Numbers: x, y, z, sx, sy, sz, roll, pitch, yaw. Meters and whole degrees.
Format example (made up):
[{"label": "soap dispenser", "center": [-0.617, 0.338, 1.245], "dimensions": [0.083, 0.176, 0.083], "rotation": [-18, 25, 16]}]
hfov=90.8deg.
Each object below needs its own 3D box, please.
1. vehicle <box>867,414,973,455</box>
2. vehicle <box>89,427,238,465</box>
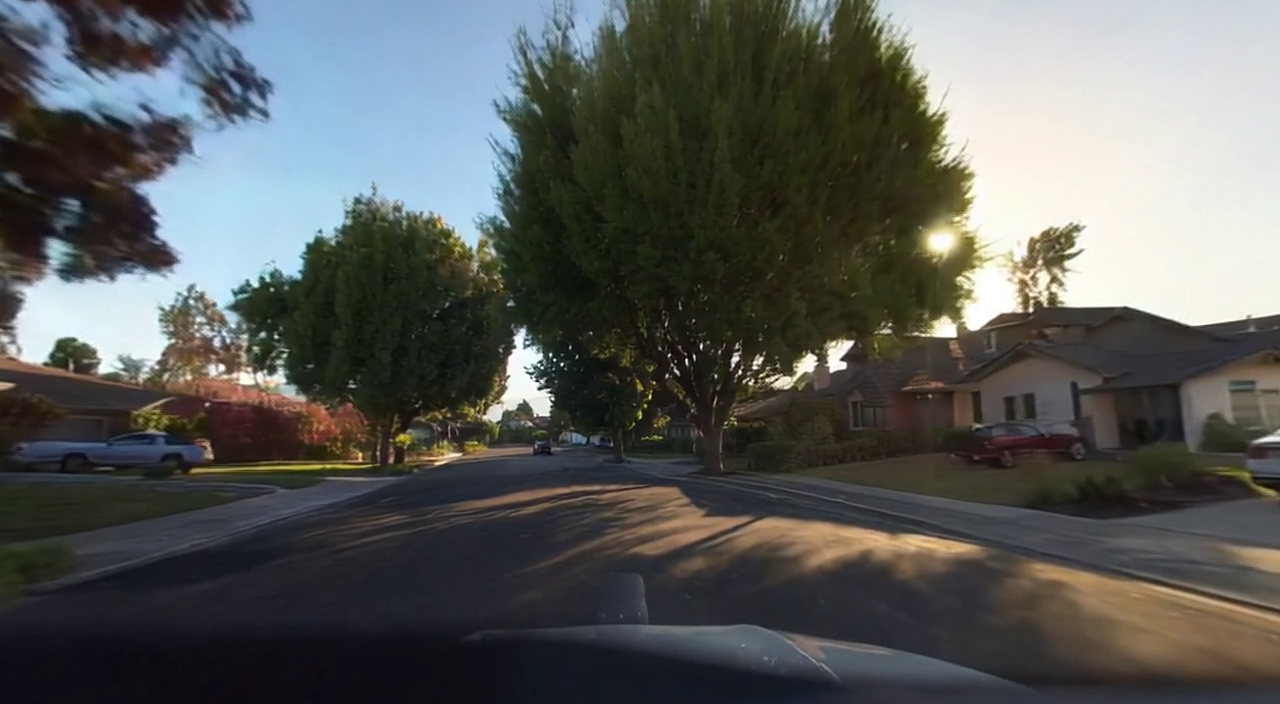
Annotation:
[{"label": "vehicle", "center": [14.861, 4.422, 33.729], "dimensions": [4.829, 1.772, 2.092], "rotation": [-8, -9, 22]}, {"label": "vehicle", "center": [-20.667, 4.157, 27.640], "dimensions": [4.654, 1.457, 1.986], "rotation": [3, -11, -10]}]
